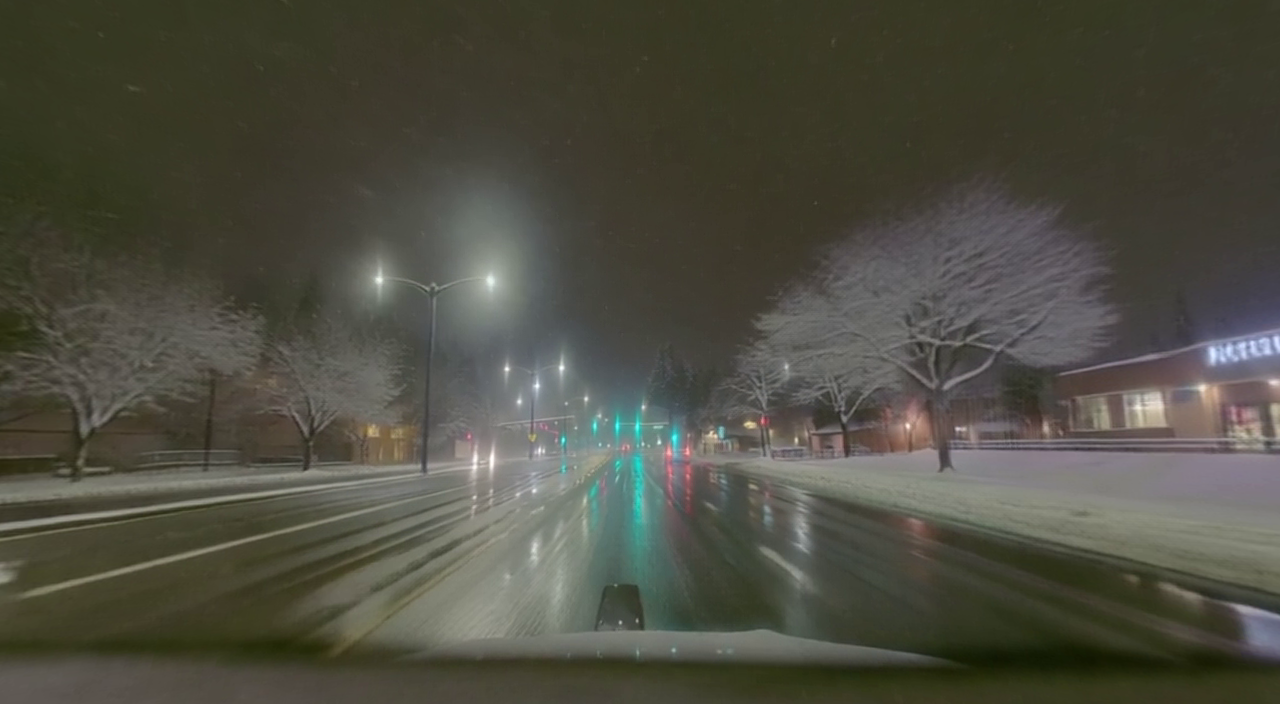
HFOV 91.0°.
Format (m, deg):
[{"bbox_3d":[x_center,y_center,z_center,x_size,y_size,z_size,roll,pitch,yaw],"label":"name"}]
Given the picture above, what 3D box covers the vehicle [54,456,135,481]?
[{"bbox_3d":[-32.843,7.014,37.945,3.282,1.336,1.542,-1,-9,-4],"label":"vehicle"}]
